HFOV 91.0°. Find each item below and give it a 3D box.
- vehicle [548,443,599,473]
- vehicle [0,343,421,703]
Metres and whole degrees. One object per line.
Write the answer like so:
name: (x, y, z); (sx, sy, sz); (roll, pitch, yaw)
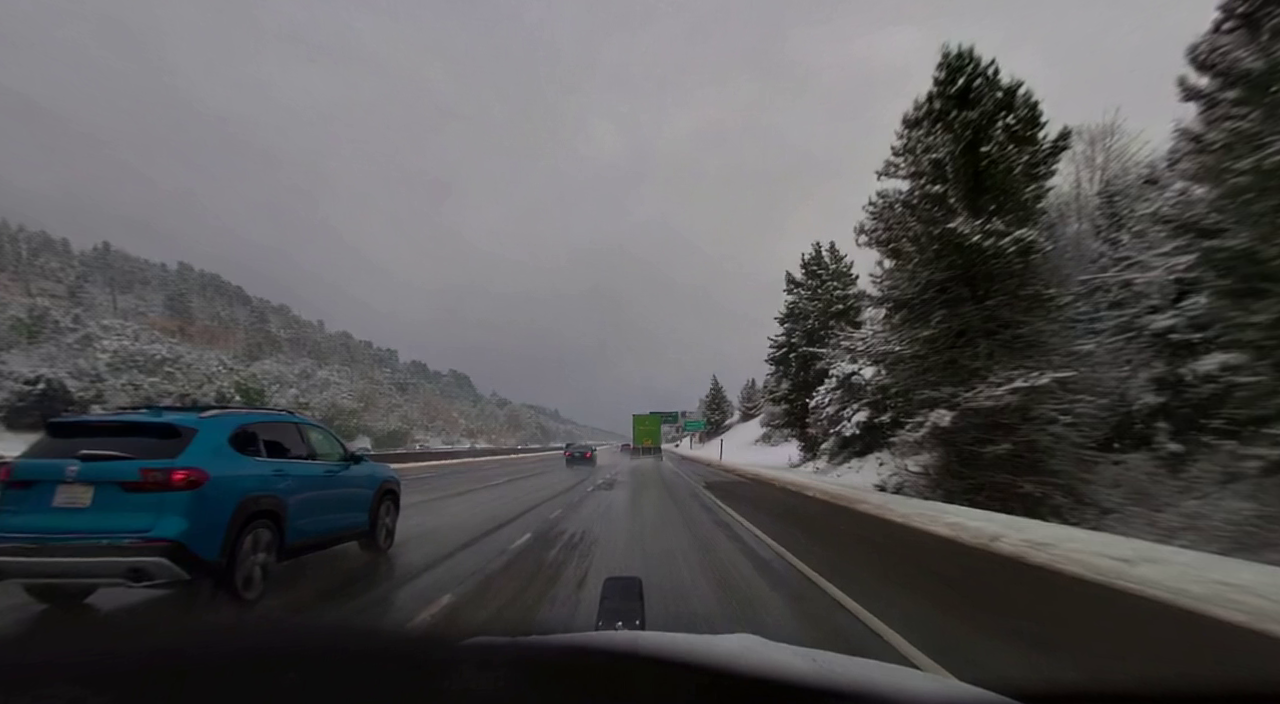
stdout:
vehicle: (-3.477, 5.657, 33.724); (2.101, 1.476, 4.471); (0, -9, 1)
vehicle: (-3.680, 1.160, 4.847); (2.194, 1.725, 4.698); (0, -9, 1)
